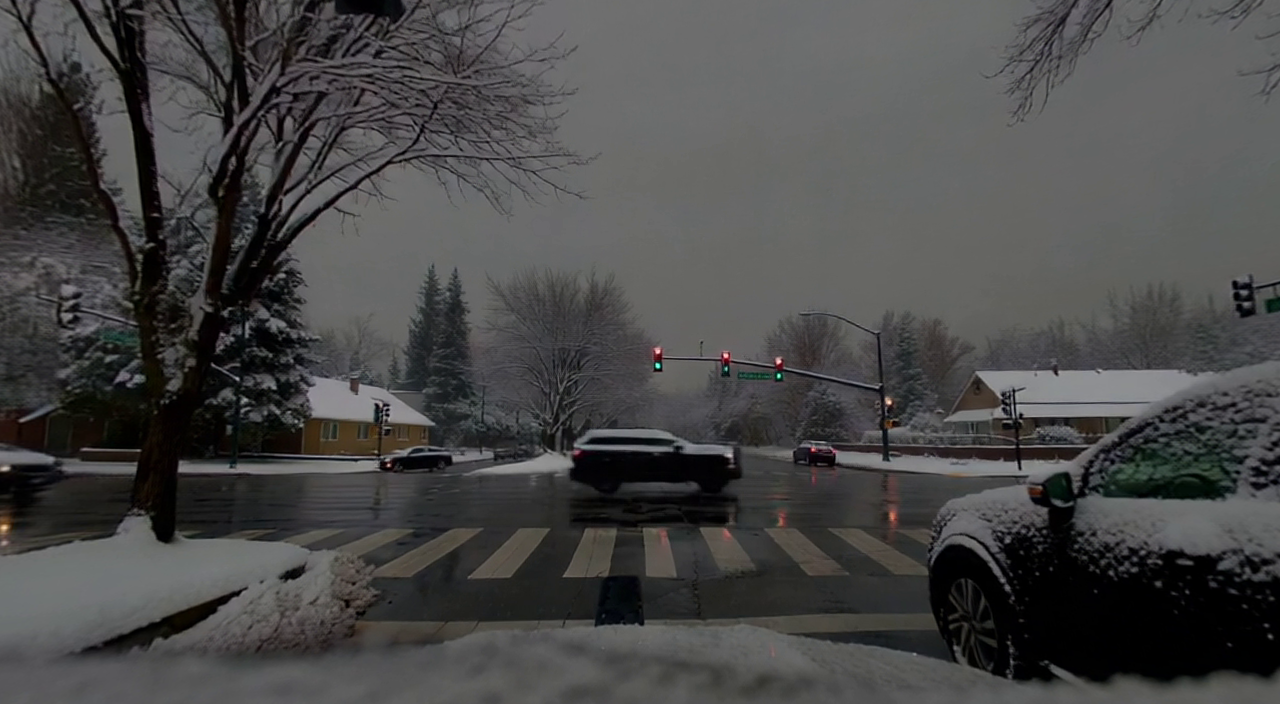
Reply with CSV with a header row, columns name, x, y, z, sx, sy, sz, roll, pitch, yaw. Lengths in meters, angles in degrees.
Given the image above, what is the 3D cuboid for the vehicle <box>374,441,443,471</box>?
name,x,y,z,sx,sy,sz,roll,pitch,yaw
vehicle,-14.371,6.481,39.540,2.065,1.775,4.667,-1,-9,7

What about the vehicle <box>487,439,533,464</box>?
name,x,y,z,sx,sy,sz,roll,pitch,yaw
vehicle,-8.886,6.870,43.709,2.028,1.654,5.027,0,-9,1

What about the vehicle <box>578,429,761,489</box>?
name,x,y,z,sx,sy,sz,roll,pitch,yaw
vehicle,0.876,3.310,19.730,5.403,1.759,2.040,0,-9,0

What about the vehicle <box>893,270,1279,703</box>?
name,x,y,z,sx,sy,sz,roll,pitch,yaw
vehicle,2.730,0.704,1.725,2.085,1.800,4.908,0,-9,1

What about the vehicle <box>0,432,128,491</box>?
name,x,y,z,sx,sy,sz,roll,pitch,yaw
vehicle,-19.640,3.454,20.043,4.860,1.748,2.160,0,-9,1
